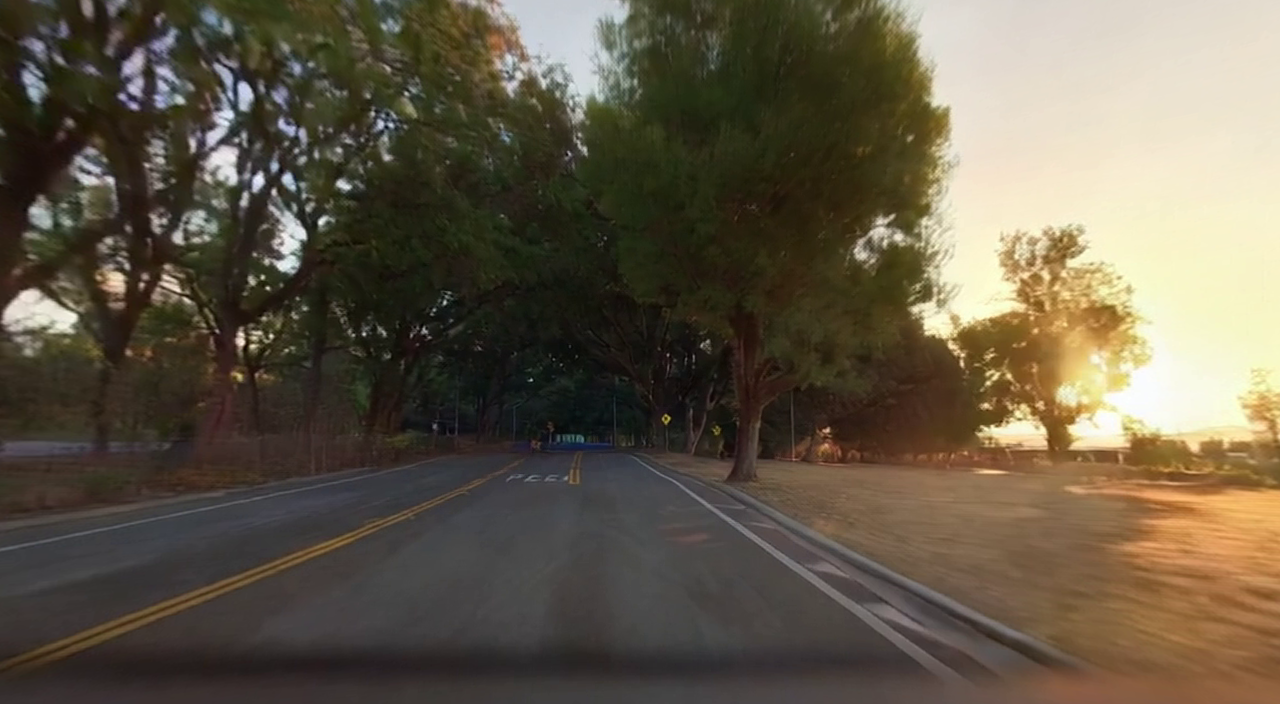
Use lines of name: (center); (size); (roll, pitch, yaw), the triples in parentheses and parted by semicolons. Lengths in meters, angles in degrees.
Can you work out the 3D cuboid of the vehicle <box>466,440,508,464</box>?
vehicle: (-10.726, 7.028, 44.390); (2.129, 1.590, 4.616); (0, -8, -4)
